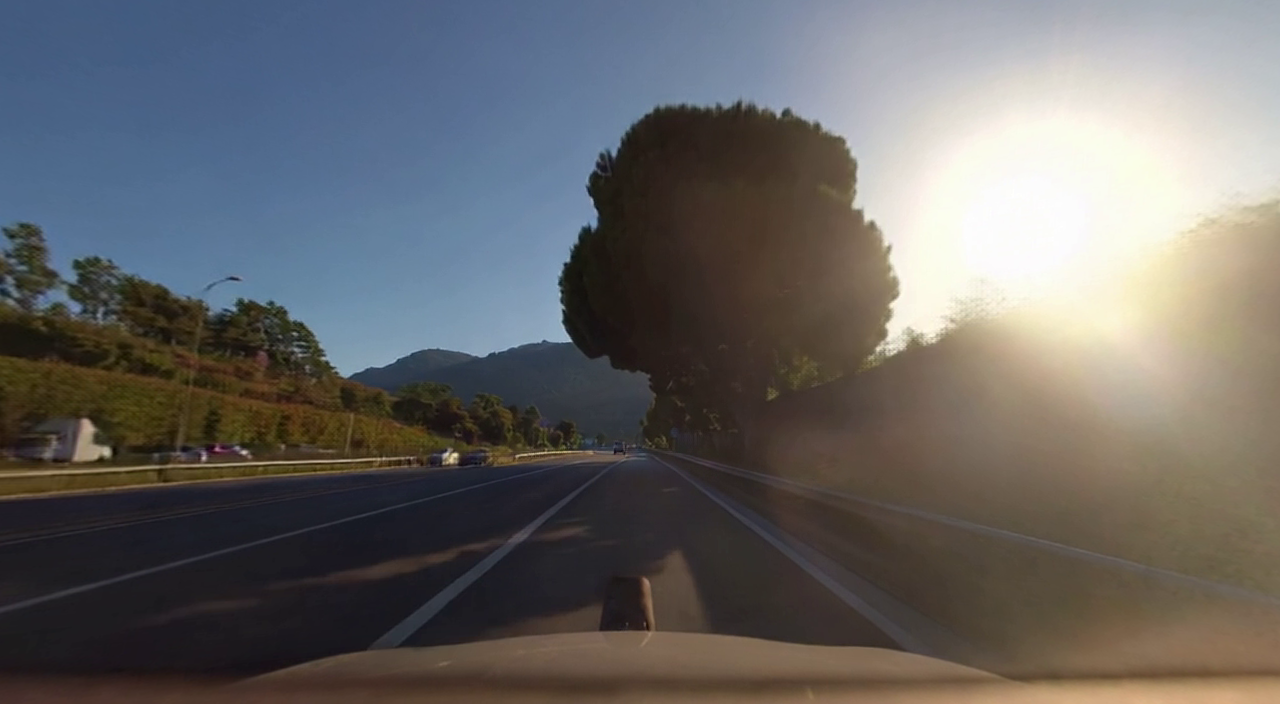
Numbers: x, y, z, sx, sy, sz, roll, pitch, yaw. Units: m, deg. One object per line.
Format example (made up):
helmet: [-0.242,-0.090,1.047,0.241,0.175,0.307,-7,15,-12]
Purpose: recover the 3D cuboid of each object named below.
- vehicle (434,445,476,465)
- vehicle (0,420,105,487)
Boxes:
vehicle: [-14.549,8.124,49.806,1.907,1.487,4.725,0,-8,0]
vehicle: [-39.728,6.540,41.326,3.010,3.986,7.202,0,-8,-5]
